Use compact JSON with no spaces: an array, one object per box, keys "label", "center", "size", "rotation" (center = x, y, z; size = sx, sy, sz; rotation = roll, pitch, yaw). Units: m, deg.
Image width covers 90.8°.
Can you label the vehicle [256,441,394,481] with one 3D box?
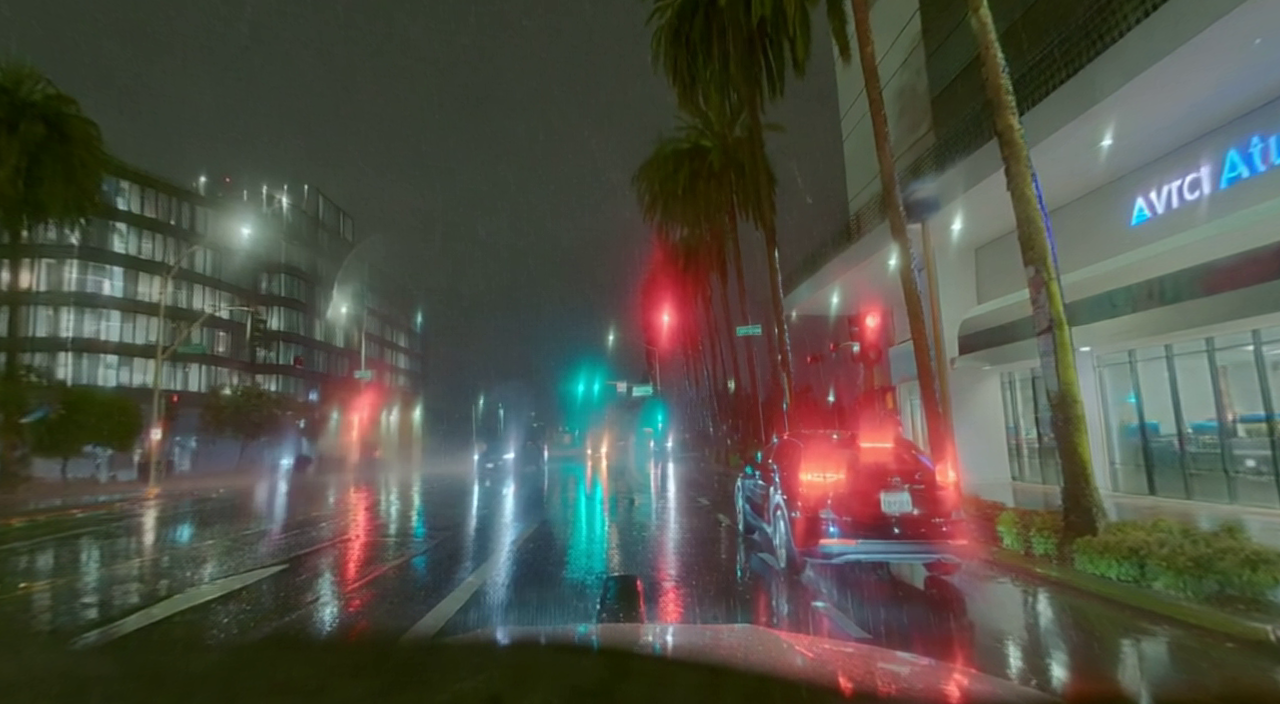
[{"label":"vehicle","center":[-13.130,4.532,26.654],"size":[1.896,1.492,4.808],"rotation":[-6,-10,34]}]

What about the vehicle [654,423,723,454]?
[{"label":"vehicle","center":[3.422,5.973,43.251],"size":[2.190,1.964,5.614],"rotation":[-6,-10,34]}]

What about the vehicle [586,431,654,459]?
[{"label":"vehicle","center":[-1.315,6.510,44.104],"size":[2.029,1.822,5.090],"rotation":[-6,-10,36]}]

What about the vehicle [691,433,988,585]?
[{"label":"vehicle","center":[2.197,1.893,8.663],"size":[2.090,1.466,4.676],"rotation":[1,-8,-7]}]

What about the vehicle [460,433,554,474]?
[{"label":"vehicle","center":[-5.233,4.063,25.496],"size":[2.052,1.478,4.395],"rotation":[-2,-9,12]}]
